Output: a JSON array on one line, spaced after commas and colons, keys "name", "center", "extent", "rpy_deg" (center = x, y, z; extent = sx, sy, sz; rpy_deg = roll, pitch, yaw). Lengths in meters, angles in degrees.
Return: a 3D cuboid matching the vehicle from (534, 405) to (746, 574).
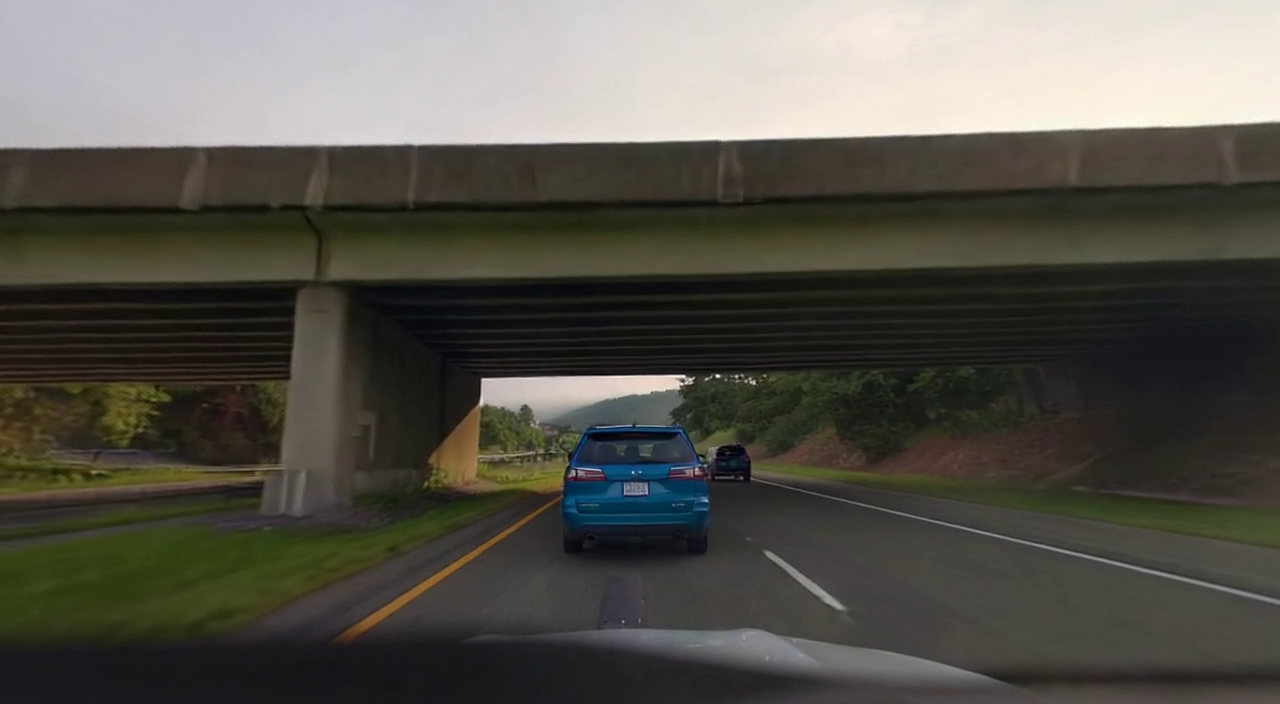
[{"name": "vehicle", "center": [0.005, 1.809, 8.943], "extent": [2.288, 1.823, 4.059], "rpy_deg": [0, -9, 0]}]
